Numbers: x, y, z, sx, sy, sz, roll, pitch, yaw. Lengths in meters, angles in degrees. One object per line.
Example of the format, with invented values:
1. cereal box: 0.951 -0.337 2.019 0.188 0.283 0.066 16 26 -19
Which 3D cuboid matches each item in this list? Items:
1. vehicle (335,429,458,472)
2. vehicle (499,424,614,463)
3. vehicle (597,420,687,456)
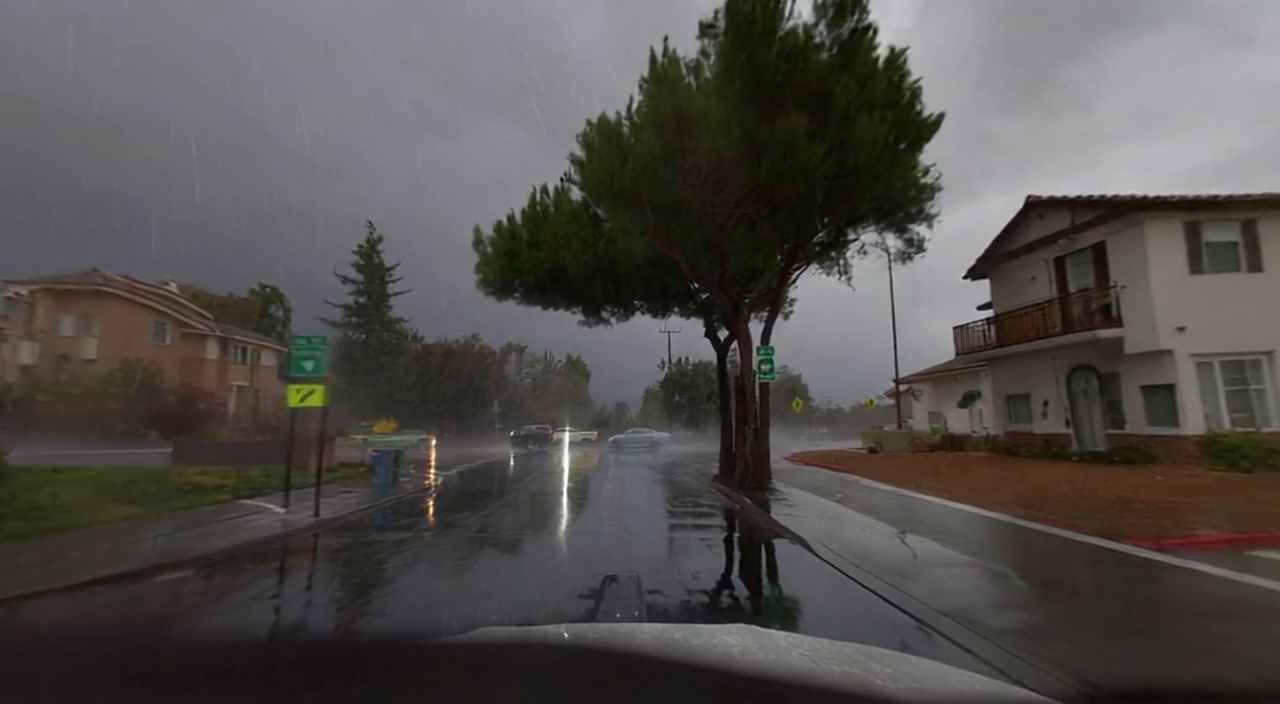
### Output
1. vehicle: -10.239 4.166 26.842 4.639 1.700 2.002 2 -8 -17
2. vehicle: -4.115 4.503 31.187 5.181 1.768 2.139 3 -8 -26
3. vehicle: 0.122 4.973 36.612 4.863 1.953 2.022 3 -8 -24
